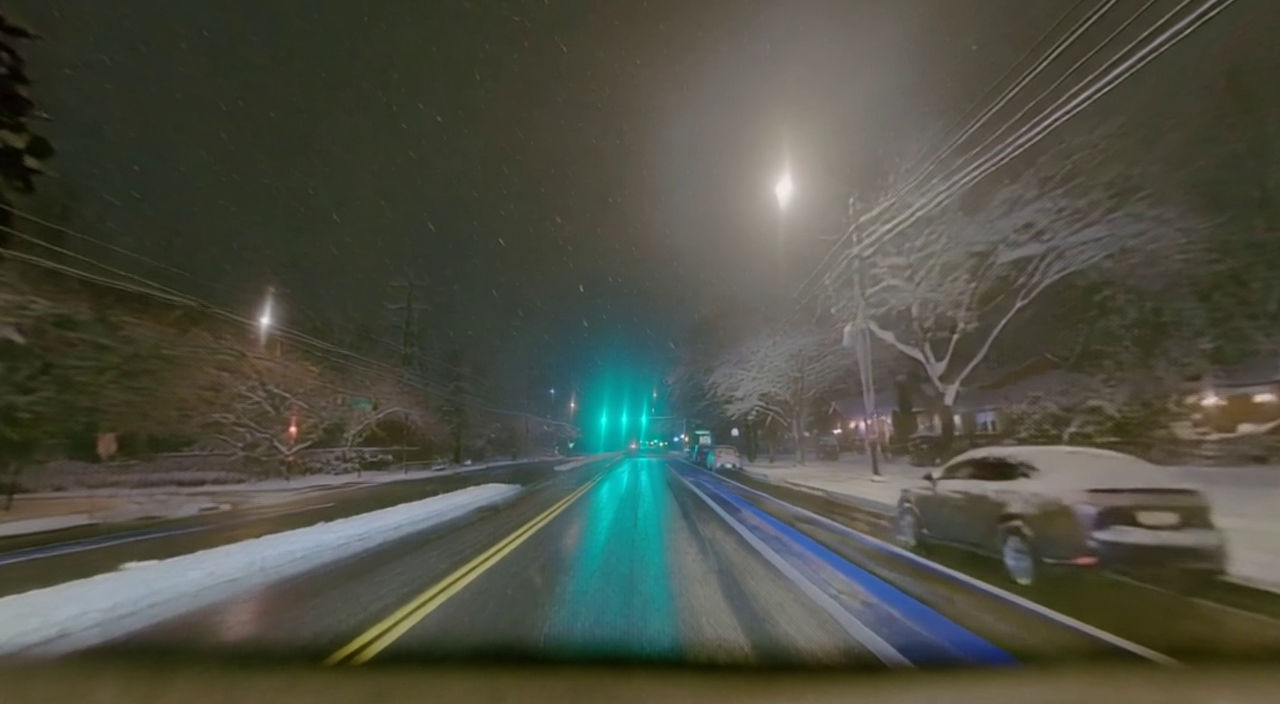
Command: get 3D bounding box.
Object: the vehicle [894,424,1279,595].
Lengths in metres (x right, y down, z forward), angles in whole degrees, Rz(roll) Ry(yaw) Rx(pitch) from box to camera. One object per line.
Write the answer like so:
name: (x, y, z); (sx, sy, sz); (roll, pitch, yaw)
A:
vehicle: (5.000, 1.757, 7.911); (1.955, 1.549, 4.129); (0, -8, 1)

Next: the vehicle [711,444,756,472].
vehicle: (5.343, 6.123, 36.707); (2.032, 1.478, 5.040); (0, -8, 2)

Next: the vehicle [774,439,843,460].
vehicle: (12.385, 7.200, 46.546); (4.502, 1.470, 1.839); (0, -8, -1)
